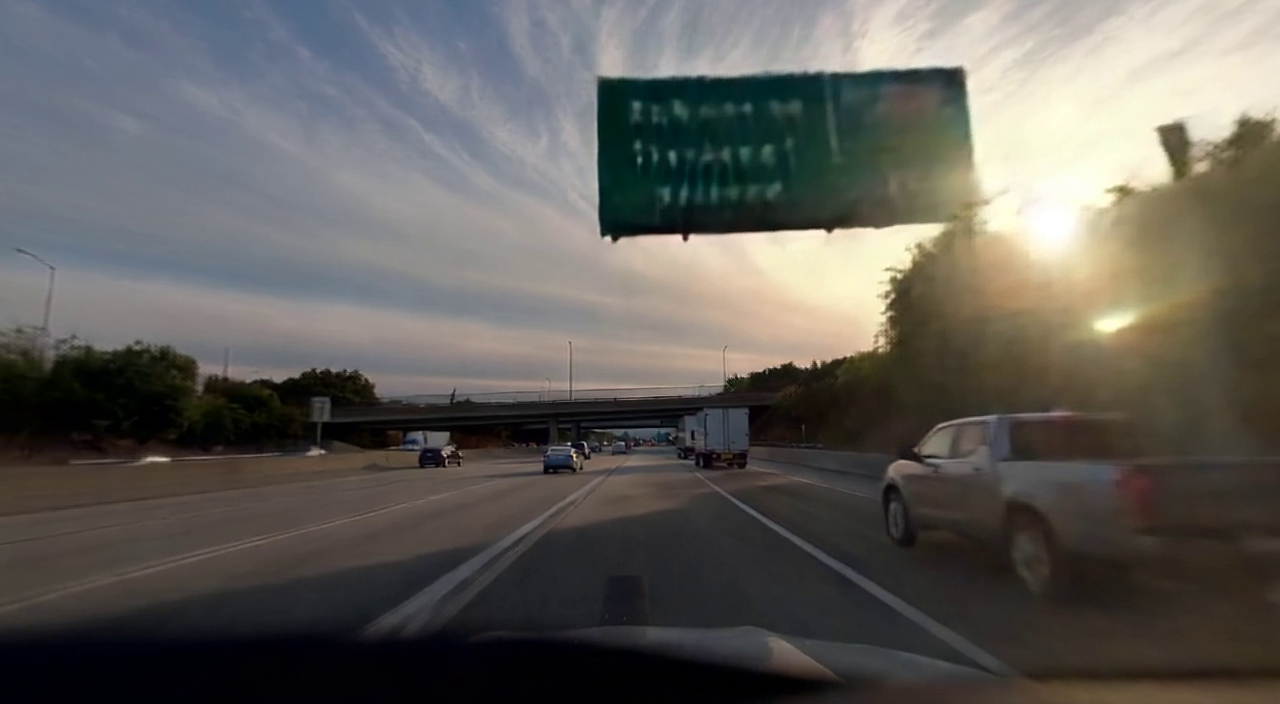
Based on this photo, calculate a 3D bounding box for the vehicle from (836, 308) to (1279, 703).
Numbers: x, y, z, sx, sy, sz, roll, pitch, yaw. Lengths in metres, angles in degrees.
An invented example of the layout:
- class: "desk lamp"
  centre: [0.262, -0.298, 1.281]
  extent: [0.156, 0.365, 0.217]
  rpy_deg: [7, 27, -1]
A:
- class: "vehicle"
  centre: [4.182, 1.223, 6.186]
  extent: [2.355, 1.930, 6.633]
  rpy_deg: [0, -8, 0]

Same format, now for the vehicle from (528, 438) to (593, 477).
- class: "vehicle"
  centre: [-3.184, 4.336, 26.135]
  extent: [1.981, 1.473, 4.317]
  rpy_deg: [0, -8, 2]

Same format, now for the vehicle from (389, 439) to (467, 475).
- class: "vehicle"
  centre: [-9.446, 4.709, 28.469]
  extent: [1.899, 1.465, 4.589]
  rpy_deg: [0, -8, 0]

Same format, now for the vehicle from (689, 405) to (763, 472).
- class: "vehicle"
  centre: [4.215, 4.482, 32.513]
  extent: [2.732, 3.052, 7.118]
  rpy_deg: [0, -8, -1]
